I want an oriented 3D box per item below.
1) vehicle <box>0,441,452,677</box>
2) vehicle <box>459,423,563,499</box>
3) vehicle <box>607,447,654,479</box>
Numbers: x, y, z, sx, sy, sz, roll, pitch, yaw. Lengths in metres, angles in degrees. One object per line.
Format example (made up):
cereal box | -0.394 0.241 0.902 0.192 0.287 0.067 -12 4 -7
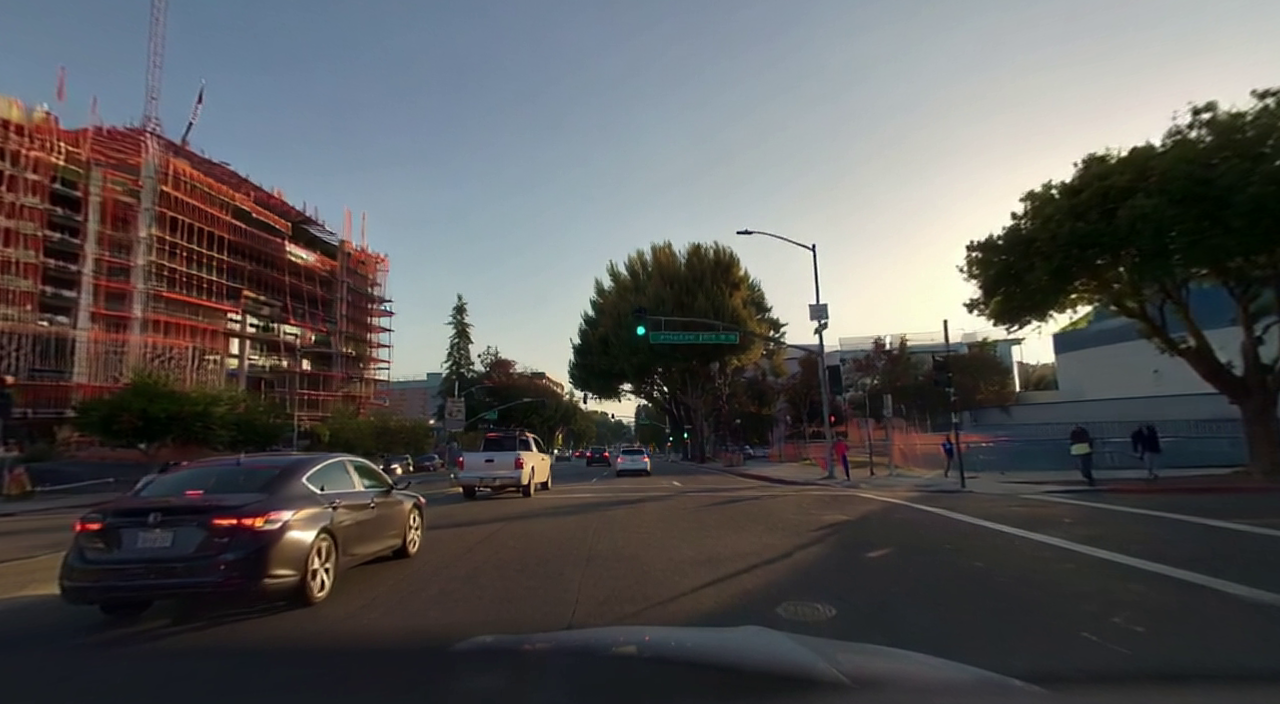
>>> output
vehicle | -3.501 1.597 6.134 1.959 1.406 4.527 0 -9 0
vehicle | -3.852 3.359 19.772 2.240 2.054 4.662 0 -9 1
vehicle | -0.476 5.382 30.833 2.171 1.422 4.146 0 -9 -1
